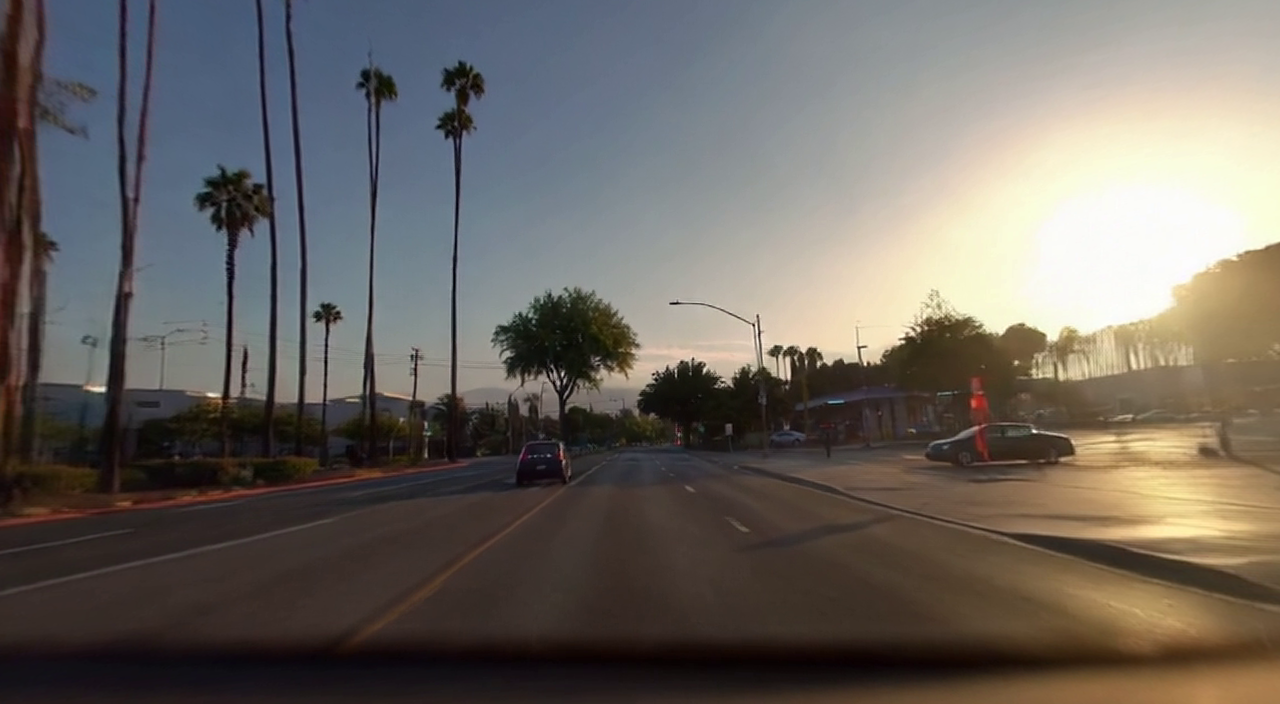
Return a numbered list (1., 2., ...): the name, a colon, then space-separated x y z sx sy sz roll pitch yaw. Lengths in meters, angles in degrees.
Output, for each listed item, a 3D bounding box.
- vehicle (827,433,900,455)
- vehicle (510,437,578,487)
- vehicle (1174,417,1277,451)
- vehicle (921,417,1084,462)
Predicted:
1. vehicle: 16.192 6.689 45.845 4.549 1.492 1.981 0 -8 3
2. vehicle: -3.287 3.760 21.933 2.073 1.525 4.809 1 -8 -8
3. vehicle: 45.375 6.334 49.175 5.435 2.441 2.037 -3 -10 31
4. vehicle: 14.372 3.504 25.294 5.317 1.700 1.901 0 -8 -1
